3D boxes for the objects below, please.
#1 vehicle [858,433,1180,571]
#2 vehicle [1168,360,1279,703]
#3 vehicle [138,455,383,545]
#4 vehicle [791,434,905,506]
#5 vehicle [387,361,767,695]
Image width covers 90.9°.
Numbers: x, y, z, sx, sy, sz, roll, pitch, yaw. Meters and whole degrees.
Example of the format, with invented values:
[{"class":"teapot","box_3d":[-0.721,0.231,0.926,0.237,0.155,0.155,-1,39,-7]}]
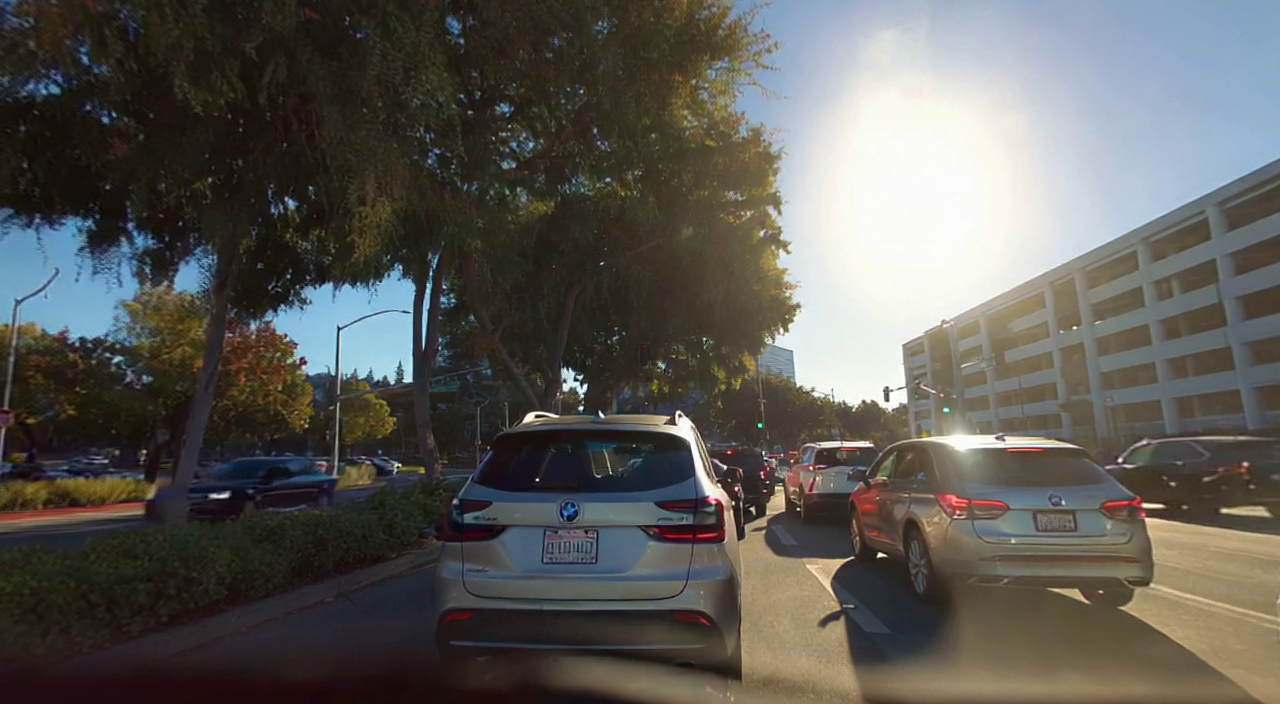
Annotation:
[{"class":"vehicle","box_3d":[4.904,1.971,9.174,1.963,1.480,4.553,0,-8,2]},{"class":"vehicle","box_3d":[4.047,0.615,1.109,1.993,1.719,4.953,0,-8,1]},{"class":"vehicle","box_3d":[-7.763,3.028,13.662,2.163,1.500,4.753,-1,-8,3]},{"class":"vehicle","box_3d":[5.322,3.034,16.717,1.994,1.638,4.100,-1,-9,6]},{"class":"vehicle","box_3d":[-0.208,1.237,5.565,2.021,1.742,4.295,-1,-8,4]}]
